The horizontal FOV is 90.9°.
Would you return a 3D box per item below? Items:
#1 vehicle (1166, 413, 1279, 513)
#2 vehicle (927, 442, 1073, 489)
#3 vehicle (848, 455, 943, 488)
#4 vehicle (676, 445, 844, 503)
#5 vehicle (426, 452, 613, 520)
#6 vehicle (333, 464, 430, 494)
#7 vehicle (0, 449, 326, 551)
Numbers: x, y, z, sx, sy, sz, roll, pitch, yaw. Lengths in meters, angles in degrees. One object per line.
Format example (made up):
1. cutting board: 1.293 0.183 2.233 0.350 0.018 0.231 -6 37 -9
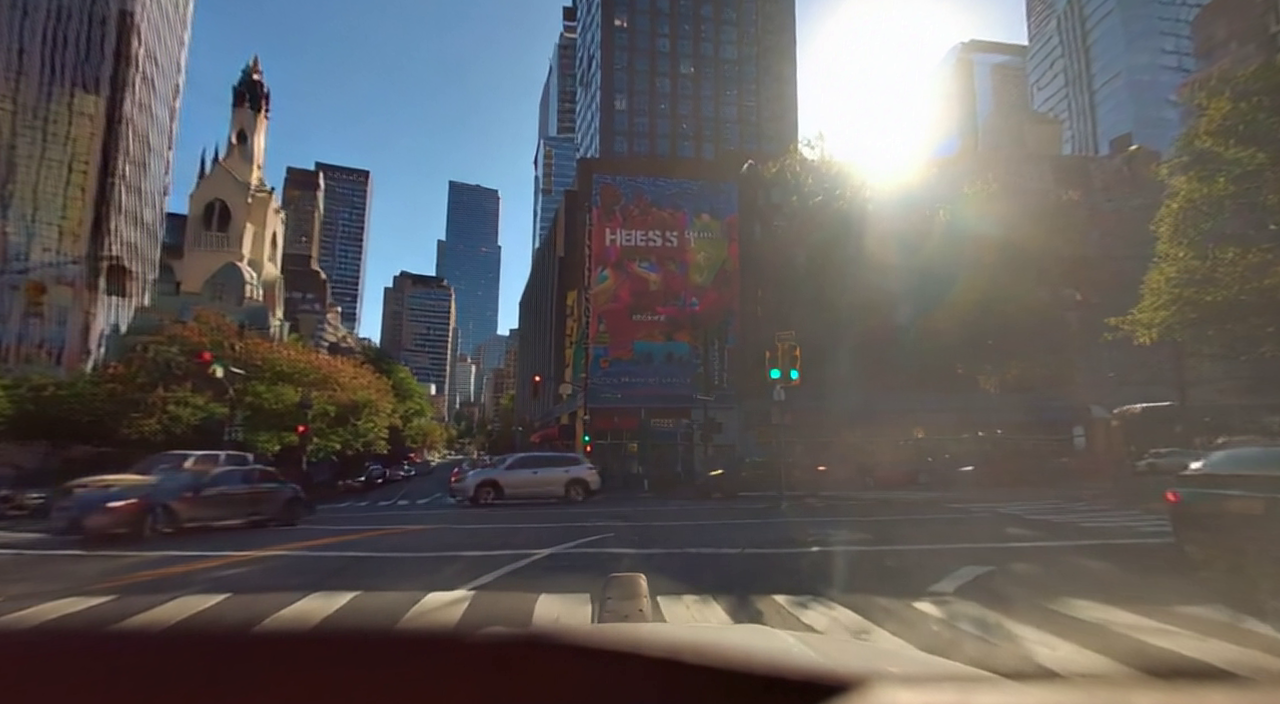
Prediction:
1. vehicle: 13.736 2.113 12.251 5.072 1.746 2.328 0 -8 -5
2. vehicle: 13.290 4.188 23.464 4.291 1.606 1.859 0 -9 -2
3. vehicle: 12.997 6.082 32.199 4.035 1.586 1.738 0 -9 -2
4. vehicle: 3.619 3.735 19.588 4.749 1.624 1.926 1 -9 -6
5. vehicle: -2.942 3.321 16.147 4.371 1.439 1.818 8 -12 -43
6. vehicle: -15.748 7.748 38.628 5.041 1.636 1.983 0 -9 -3
7. vehicle: -8.786 2.645 12.181 1.891 1.502 4.766 -3 -9 21
